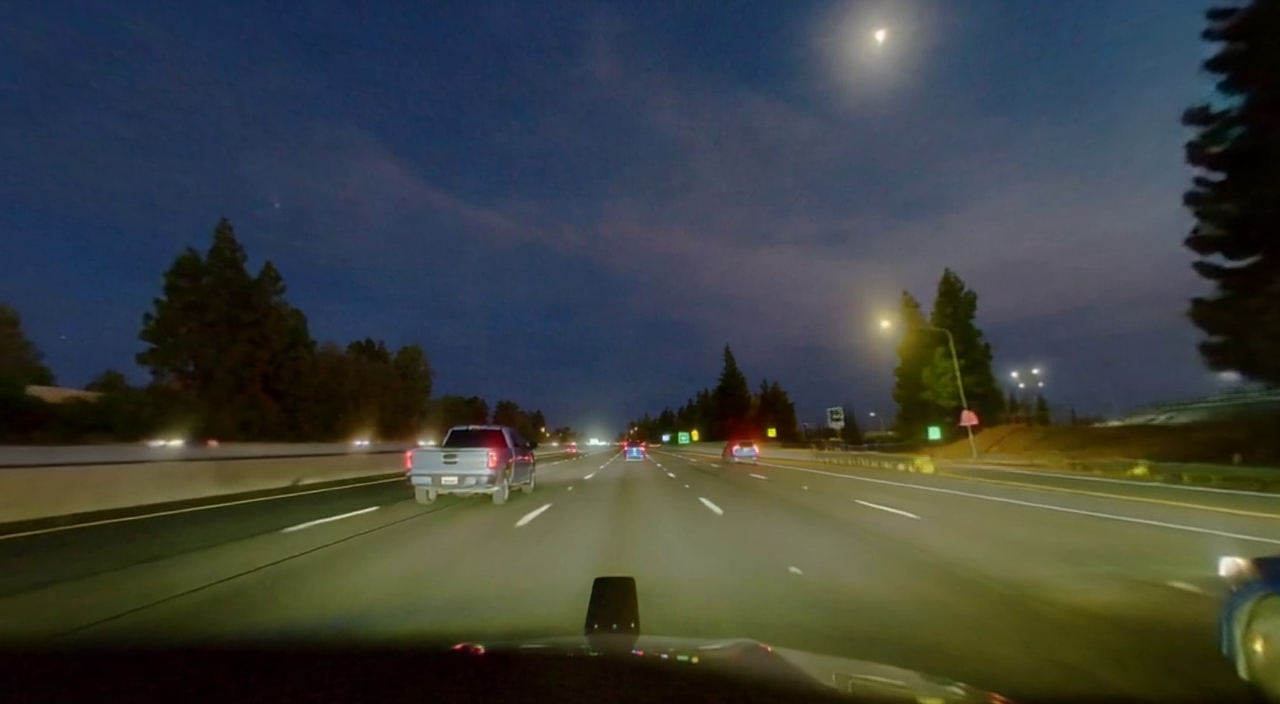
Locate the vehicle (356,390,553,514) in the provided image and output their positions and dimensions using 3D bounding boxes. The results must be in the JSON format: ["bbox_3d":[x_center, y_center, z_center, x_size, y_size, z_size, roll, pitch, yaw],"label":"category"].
[{"bbox_3d":[-3.696,2.222,14.243,2.592,2.179,6.034,0,-9,0],"label":"vehicle"}]

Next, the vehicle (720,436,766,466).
[{"bbox_3d":[6.771,6.605,42.284,2.103,1.898,5.310,0,-9,-1],"label":"vehicle"}]

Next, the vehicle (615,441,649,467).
[{"bbox_3d":[-0.537,6.771,42.183,2.157,1.642,4.189,0,-9,-2],"label":"vehicle"}]
